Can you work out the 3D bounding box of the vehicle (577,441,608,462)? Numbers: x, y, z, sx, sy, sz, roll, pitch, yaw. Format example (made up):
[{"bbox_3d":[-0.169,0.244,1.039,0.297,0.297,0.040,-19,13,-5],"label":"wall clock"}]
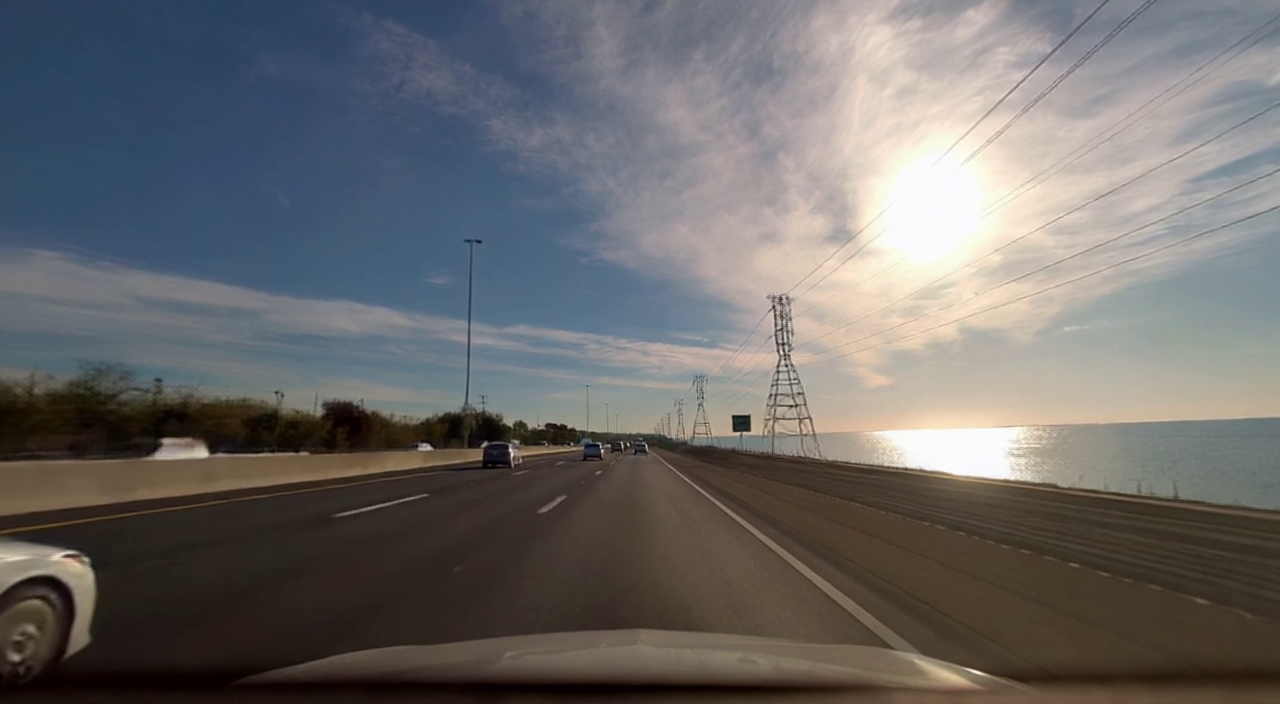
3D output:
[{"bbox_3d":[-3.483,7.404,47.037,1.957,1.494,4.207,0,-8,1],"label":"vehicle"}]

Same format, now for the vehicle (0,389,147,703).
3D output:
[{"bbox_3d":[-3.629,0.684,1.027,2.015,1.501,4.454,0,-8,0],"label":"vehicle"}]

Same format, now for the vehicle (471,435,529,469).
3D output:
[{"bbox_3d":[-7.460,5.369,34.063,2.050,1.717,4.418,0,-8,1],"label":"vehicle"}]
